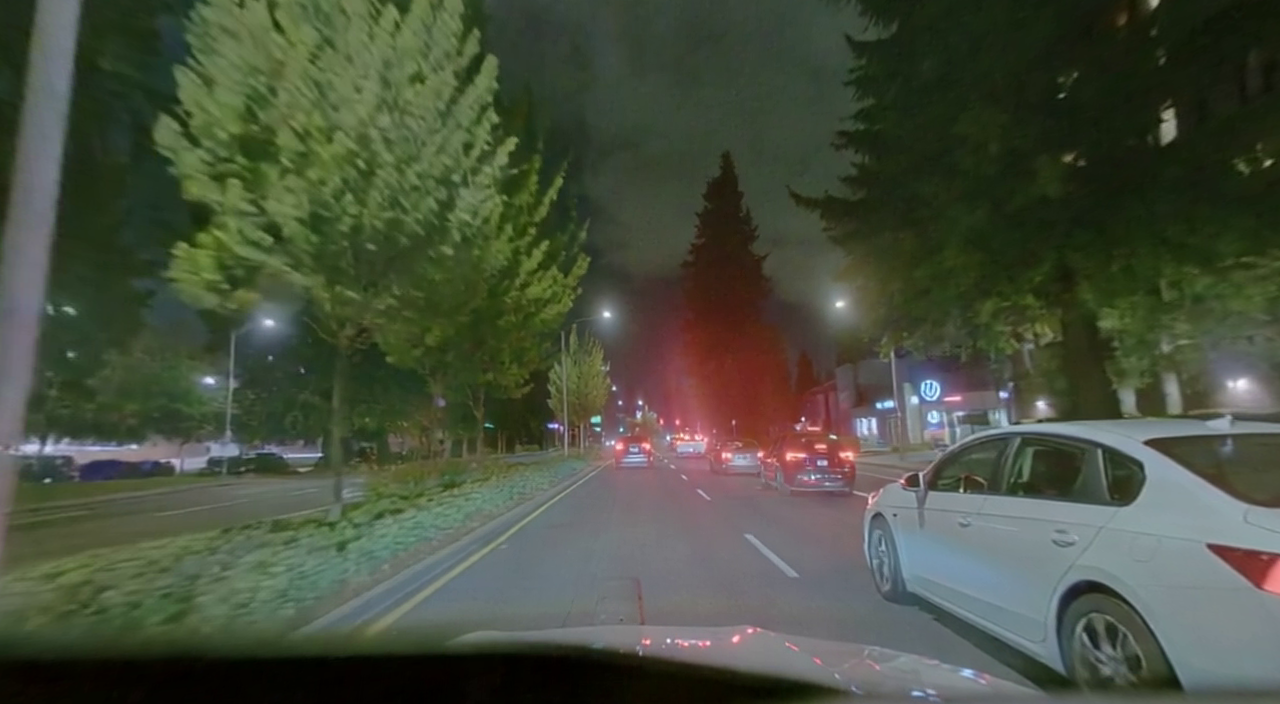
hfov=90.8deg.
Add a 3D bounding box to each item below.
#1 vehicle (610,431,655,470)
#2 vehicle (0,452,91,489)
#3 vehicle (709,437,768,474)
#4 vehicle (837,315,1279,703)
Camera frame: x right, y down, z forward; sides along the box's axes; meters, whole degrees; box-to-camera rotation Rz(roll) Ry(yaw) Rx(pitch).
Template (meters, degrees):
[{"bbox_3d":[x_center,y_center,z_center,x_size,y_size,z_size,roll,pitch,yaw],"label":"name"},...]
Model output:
[{"bbox_3d":[-0.390,4.908,31.718,2.106,1.798,4.168,0,-8,0],"label":"vehicle"},{"bbox_3d":[-30.832,5.891,31.577,4.678,1.692,2.118,0,-8,0],"label":"vehicle"},{"bbox_3d":[4.098,4.382,26.959,1.883,1.452,4.258,0,-8,0],"label":"vehicle"},{"bbox_3d":[3.015,0.994,3.808,2.153,1.658,4.485,0,-8,-1],"label":"vehicle"}]
